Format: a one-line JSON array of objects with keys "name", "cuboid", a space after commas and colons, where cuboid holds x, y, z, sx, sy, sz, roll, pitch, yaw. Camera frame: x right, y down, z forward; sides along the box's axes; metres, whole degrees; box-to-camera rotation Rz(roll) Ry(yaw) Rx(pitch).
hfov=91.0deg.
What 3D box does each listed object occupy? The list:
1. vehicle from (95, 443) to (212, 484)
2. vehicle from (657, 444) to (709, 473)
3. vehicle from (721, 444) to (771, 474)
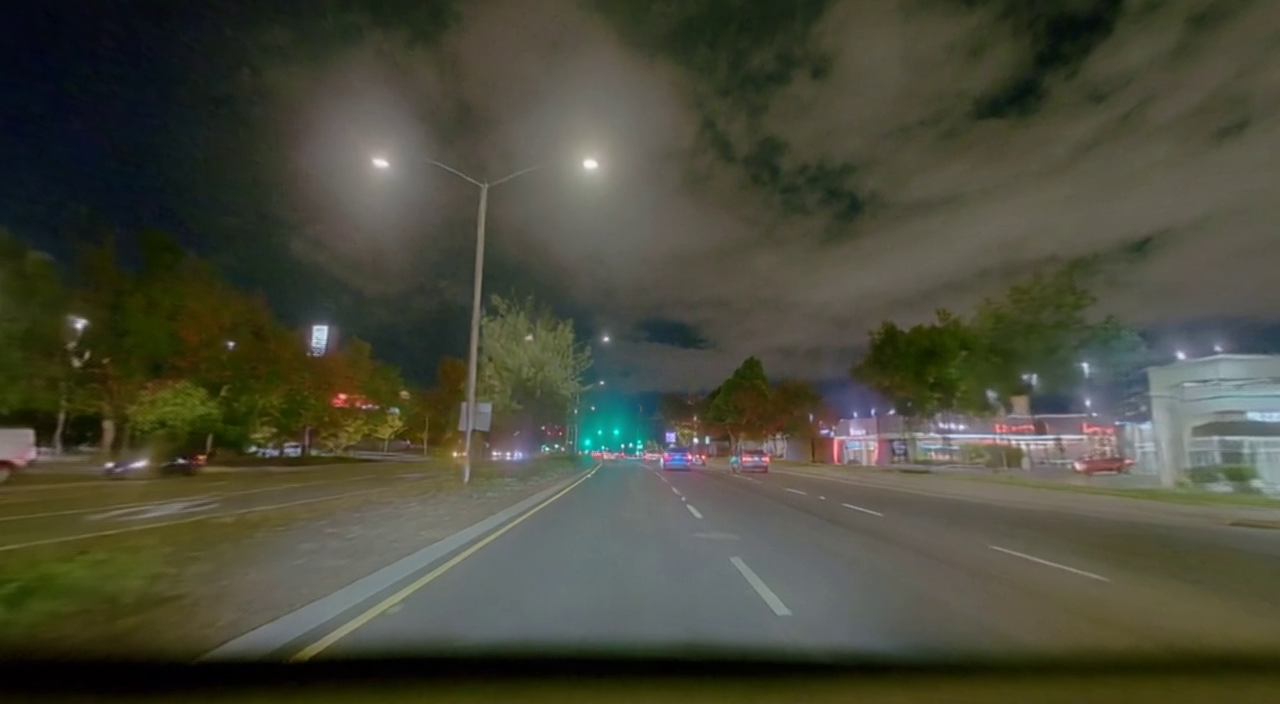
[{"name": "vehicle", "cuboid": [-19.867, 4.543, 25.934, 1.730, 1.516, 3.847, 0, -9, 0]}, {"name": "vehicle", "cuboid": [2.244, 5.783, 34.312, 2.256, 1.451, 4.313, 1, -9, -3]}, {"name": "vehicle", "cuboid": [5.827, 5.923, 35.098, 1.886, 1.528, 4.169, 1, -9, -2]}]
